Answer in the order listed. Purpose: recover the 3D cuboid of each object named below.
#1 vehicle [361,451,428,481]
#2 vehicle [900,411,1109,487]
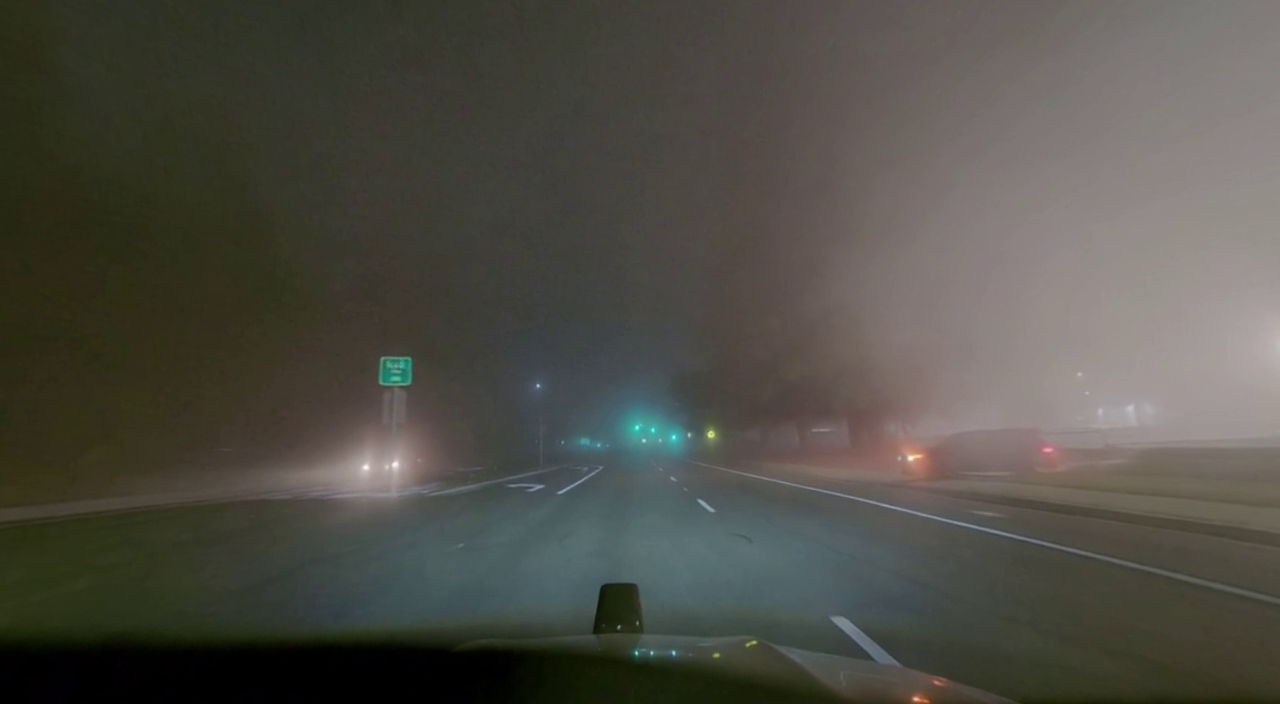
[{"bbox_3d":[-13.563,6.295,35.204,1.892,1.486,4.487,-1,-8,0],"label":"vehicle"},{"bbox_3d":[12.346,3.294,21.738,5.581,1.926,2.324,-5,-7,0],"label":"vehicle"}]
